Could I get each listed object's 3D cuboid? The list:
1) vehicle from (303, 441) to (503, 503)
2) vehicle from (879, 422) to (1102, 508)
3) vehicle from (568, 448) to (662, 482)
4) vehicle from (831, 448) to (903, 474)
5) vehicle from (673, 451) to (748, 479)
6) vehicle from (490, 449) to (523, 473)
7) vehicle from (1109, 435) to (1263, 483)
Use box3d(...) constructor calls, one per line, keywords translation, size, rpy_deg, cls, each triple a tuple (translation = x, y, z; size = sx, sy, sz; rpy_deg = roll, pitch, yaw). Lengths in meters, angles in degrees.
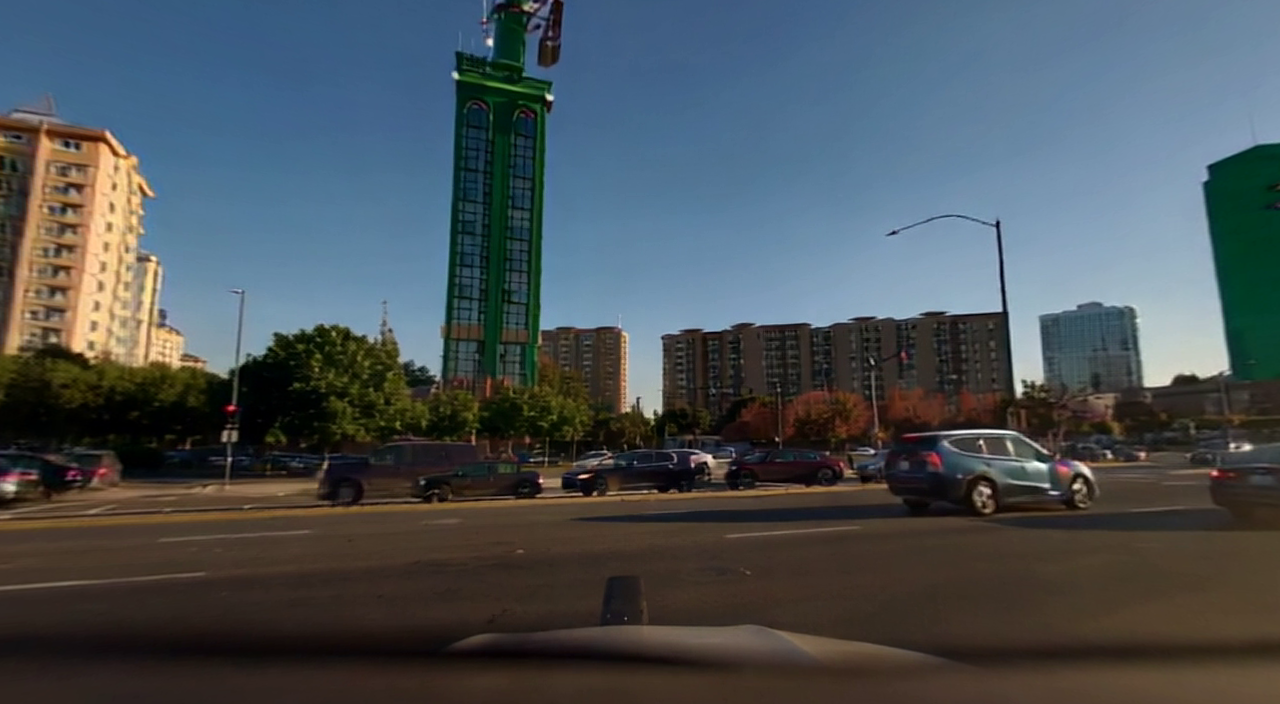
box3d(translation=(-6.472, 3.273, 17.617), size=(4.921, 1.453, 1.894), rpy_deg=(2, -9, -20), cls="vehicle")
box3d(translation=(7.964, 2.497, 14.408), size=(4.284, 1.692, 2.031), rpy_deg=(2, -9, -20), cls="vehicle")
box3d(translation=(-1.469, 6.537, 36.788), size=(5.127, 1.803, 2.011), rpy_deg=(2, -9, -21), cls="vehicle")
box3d(translation=(15.967, 7.617, 44.248), size=(4.604, 1.600, 1.875), rpy_deg=(3, -9, -23), cls="vehicle")
box3d(translation=(4.404, 6.990, 39.291), size=(4.215, 1.575, 1.884), rpy_deg=(3, -9, -23), cls="vehicle")
box3d(translation=(-9.310, 7.531, 43.779), size=(1.845, 1.509, 3.855), rpy_deg=(2, -9, -18), cls="vehicle")
box3d(translation=(19.165, 3.703, 22.140), size=(4.795, 1.465, 1.882), rpy_deg=(2, -9, -21), cls="vehicle")
